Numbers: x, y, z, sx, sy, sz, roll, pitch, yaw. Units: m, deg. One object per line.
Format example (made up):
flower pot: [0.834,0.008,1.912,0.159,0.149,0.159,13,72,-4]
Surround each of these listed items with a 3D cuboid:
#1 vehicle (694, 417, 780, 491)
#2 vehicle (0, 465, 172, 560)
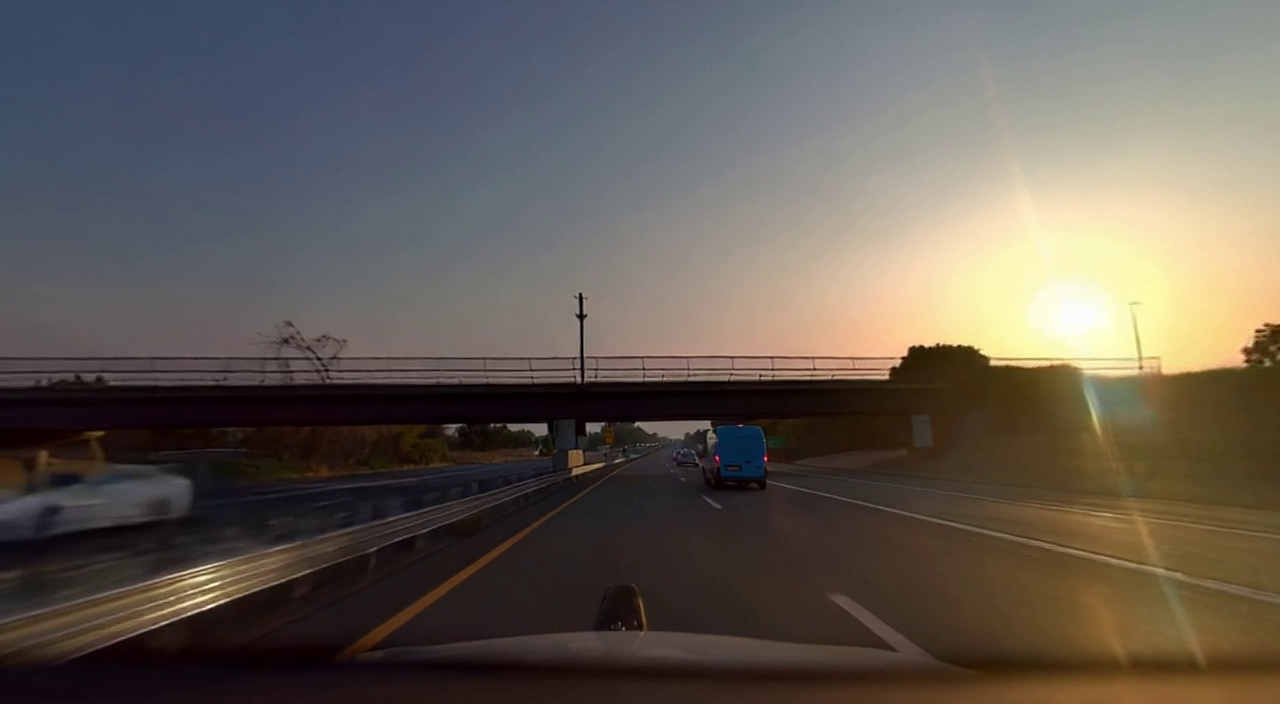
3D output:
vehicle: [3.659,4.026,24.921,2.560,2.598,5.581,0,-9,1]
vehicle: [-12.392,3.237,13.181,1.890,1.593,4.054,-1,-9,1]
